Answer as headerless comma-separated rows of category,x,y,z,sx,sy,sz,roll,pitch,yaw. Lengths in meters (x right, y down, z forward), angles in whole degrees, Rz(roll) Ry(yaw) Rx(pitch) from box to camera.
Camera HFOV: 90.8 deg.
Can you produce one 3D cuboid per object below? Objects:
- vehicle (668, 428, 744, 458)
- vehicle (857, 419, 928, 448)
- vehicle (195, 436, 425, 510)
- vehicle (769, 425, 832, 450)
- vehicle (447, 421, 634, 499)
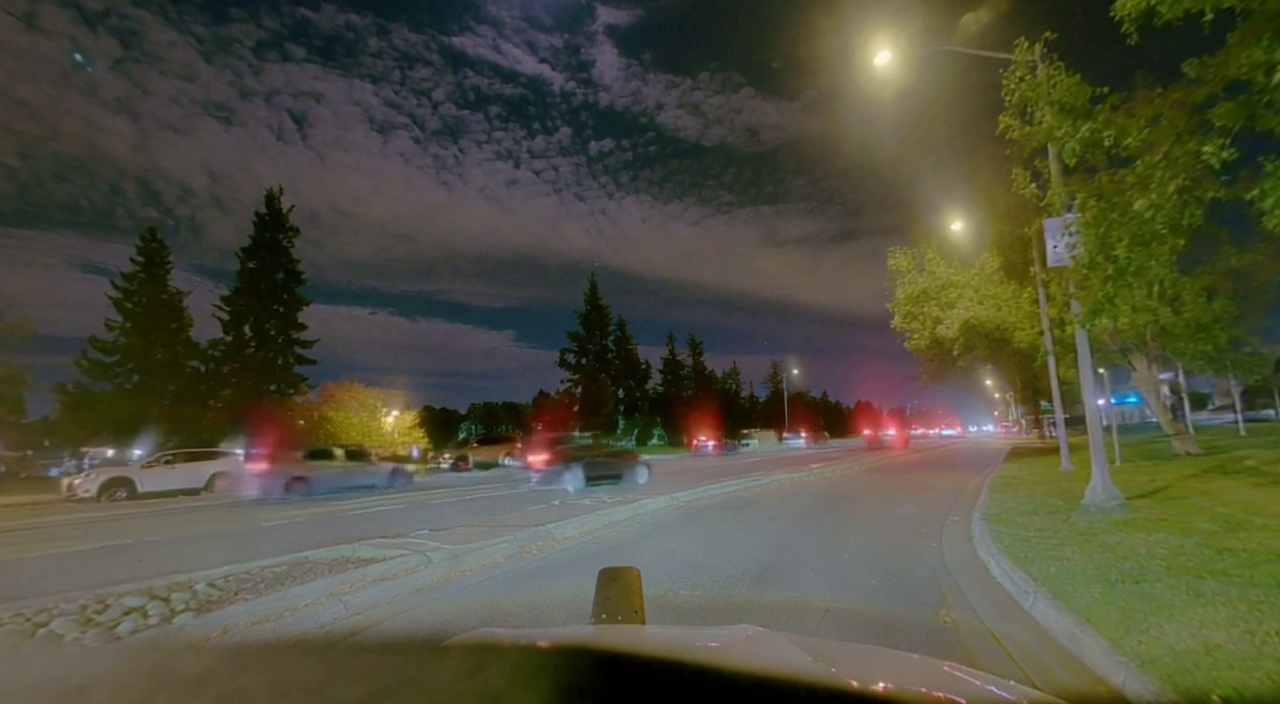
vehicle,4.228,5.708,40.096,2.313,1.688,5.015,-6,-8,40
vehicle,15.673,5.065,39.070,2.201,1.574,5.060,-11,-13,42
vehicle,-8.587,3.139,16.904,2.183,1.651,4.928,-8,-11,39
vehicle,11.047,5.869,43.324,2.146,1.555,4.810,-9,-12,41
vehicle,-2.674,2.986,18.157,1.954,1.639,5.229,-9,-8,39
